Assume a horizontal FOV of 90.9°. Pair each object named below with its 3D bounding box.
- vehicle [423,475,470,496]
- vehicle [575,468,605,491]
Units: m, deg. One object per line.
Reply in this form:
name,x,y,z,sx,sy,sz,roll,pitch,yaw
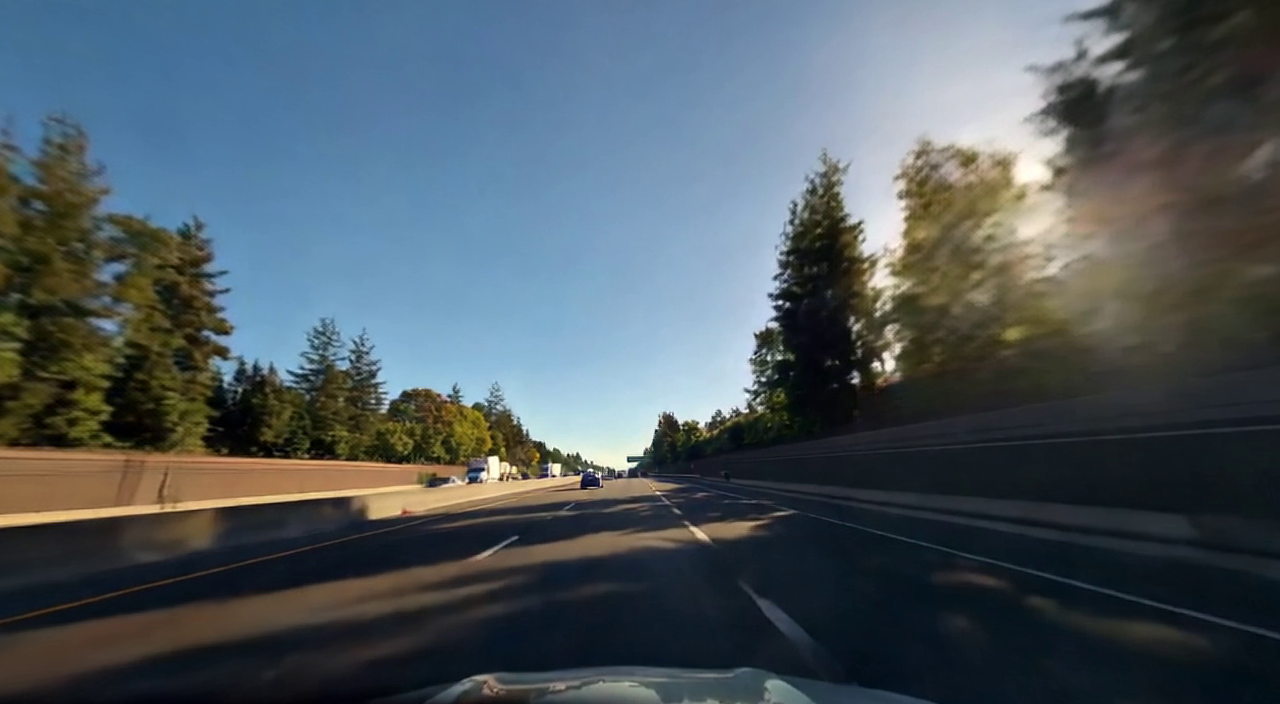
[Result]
vehicle,-14.851,10.296,48.688,2.025,1.444,4.483,0,-10,2
vehicle,-3.582,9.212,45.639,1.863,1.486,3.852,1,-10,-1
